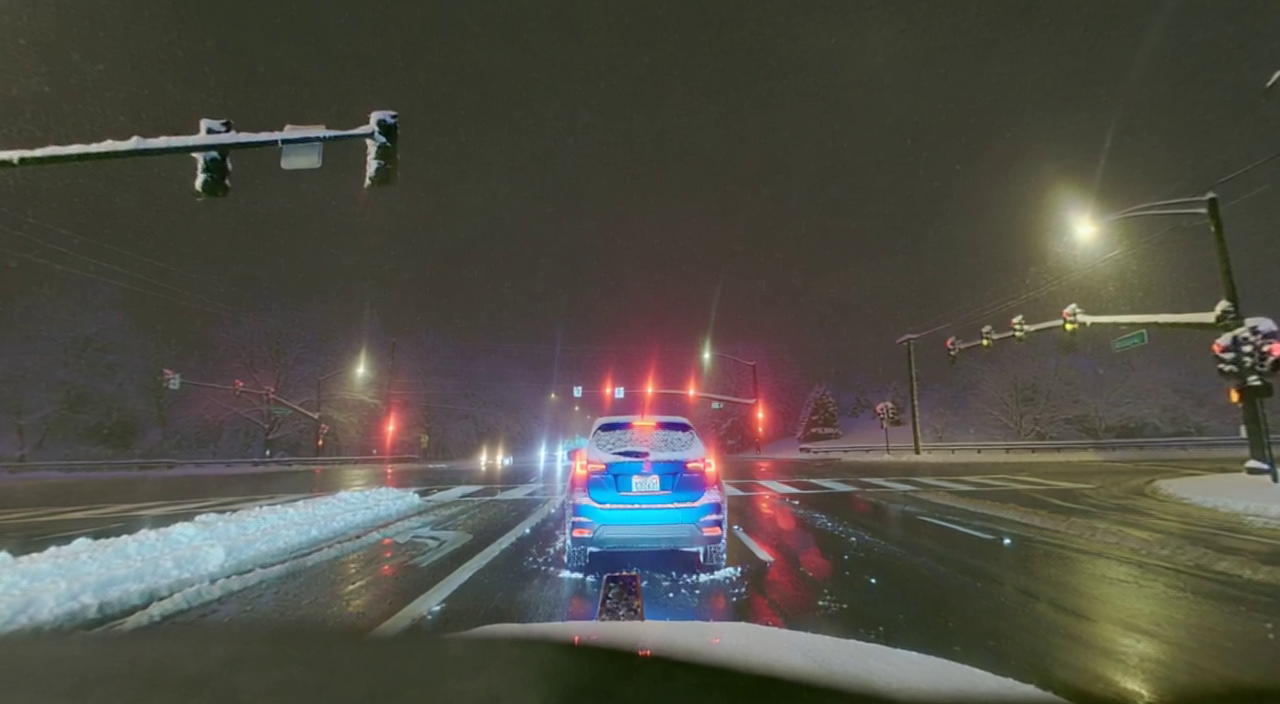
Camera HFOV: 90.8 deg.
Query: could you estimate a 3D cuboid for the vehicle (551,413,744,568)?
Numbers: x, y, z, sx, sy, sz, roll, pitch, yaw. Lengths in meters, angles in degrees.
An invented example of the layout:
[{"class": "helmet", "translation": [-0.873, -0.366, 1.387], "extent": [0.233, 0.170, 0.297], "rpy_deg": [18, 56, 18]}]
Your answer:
[{"class": "vehicle", "translation": [0.045, 1.755, 8.710], "extent": [2.027, 1.626, 3.942], "rpy_deg": [0, -8, -1]}]
